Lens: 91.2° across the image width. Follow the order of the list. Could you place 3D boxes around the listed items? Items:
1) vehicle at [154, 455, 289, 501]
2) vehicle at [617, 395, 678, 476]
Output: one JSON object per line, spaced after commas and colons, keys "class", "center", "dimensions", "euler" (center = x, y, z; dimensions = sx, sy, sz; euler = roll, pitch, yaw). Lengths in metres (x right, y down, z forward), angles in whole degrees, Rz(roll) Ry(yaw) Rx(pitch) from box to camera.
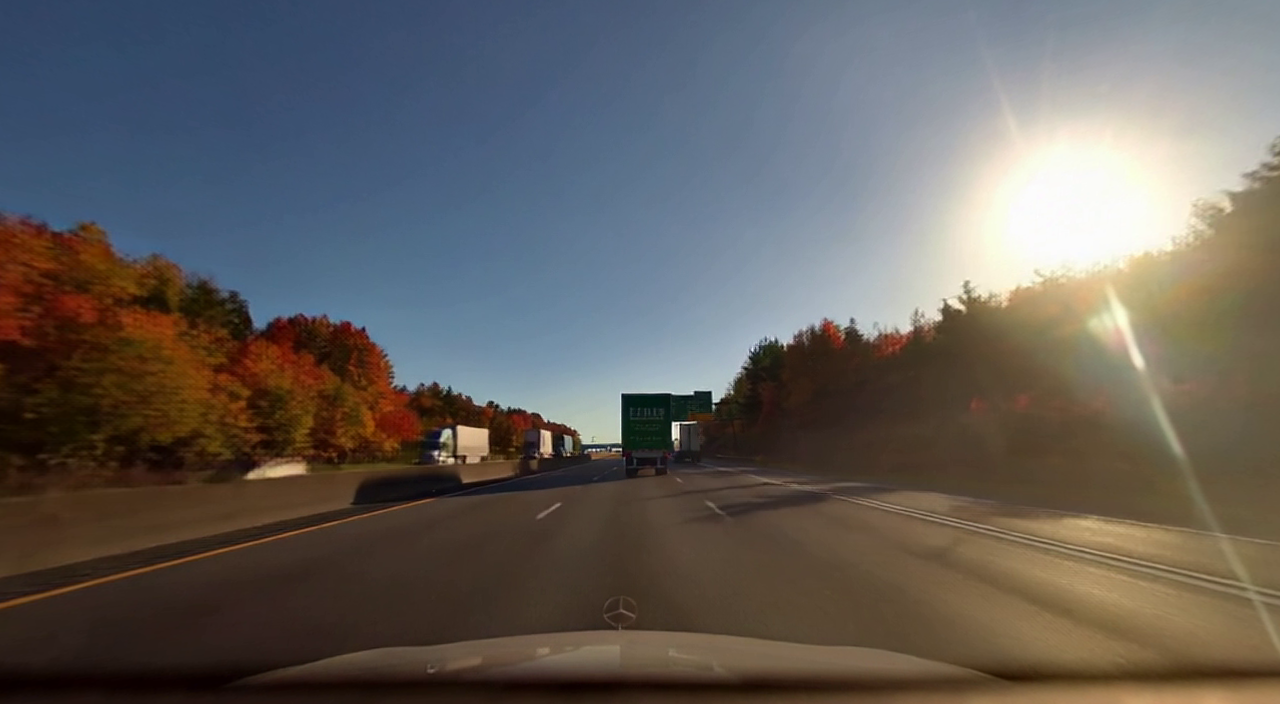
{"class": "vehicle", "center": [-15.934, 4.797, 24.242], "dimensions": [1.948, 1.509, 4.648], "euler": [0, -9, 1]}
{"class": "vehicle", "center": [0.385, 5.009, 37.034], "dimensions": [3.057, 4.073, 10.792], "euler": [0, -9, 0]}
